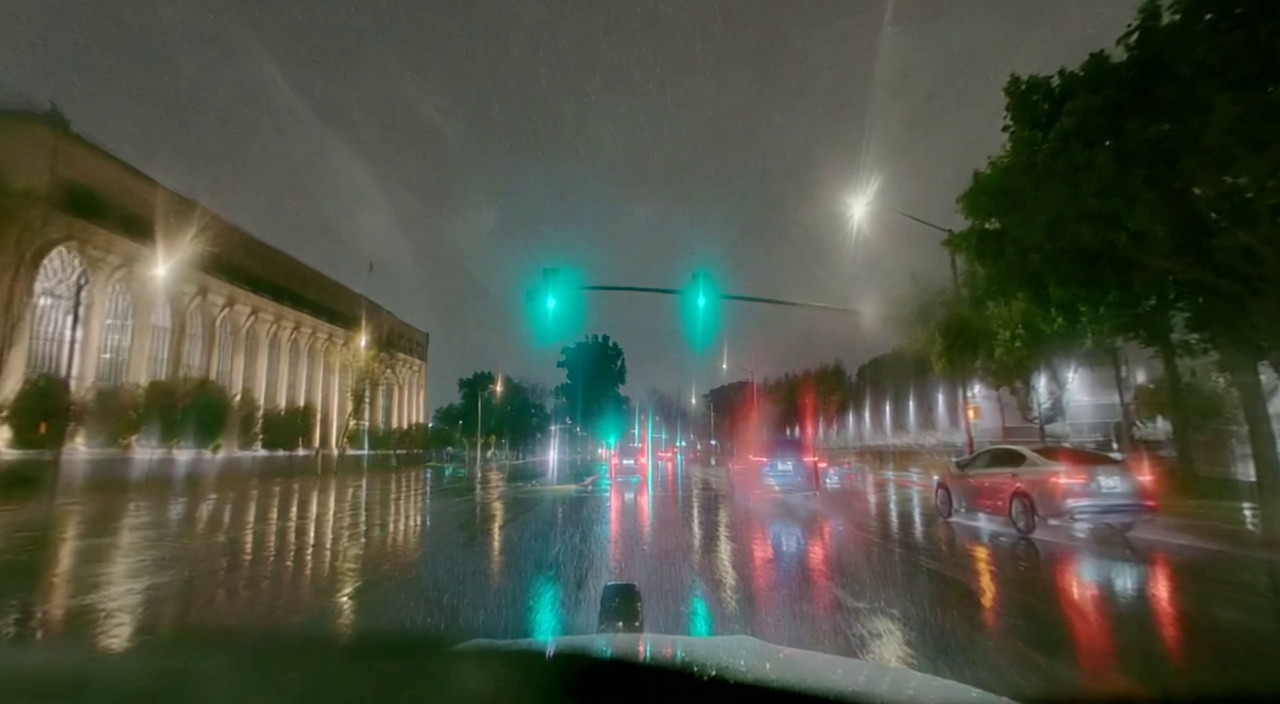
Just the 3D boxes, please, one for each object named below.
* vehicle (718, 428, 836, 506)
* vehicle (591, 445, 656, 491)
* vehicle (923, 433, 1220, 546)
[{"bbox_3d":[3.435,2.975,16.762,2.036,1.757,4.300,0,-9,-2],"label":"vehicle"},{"bbox_3d":[-0.578,3.973,22.002,2.054,1.446,3.969,0,-9,-1],"label":"vehicle"},{"bbox_3d":[6.701,2.144,10.565,1.868,1.472,4.274,0,-9,-1],"label":"vehicle"}]
